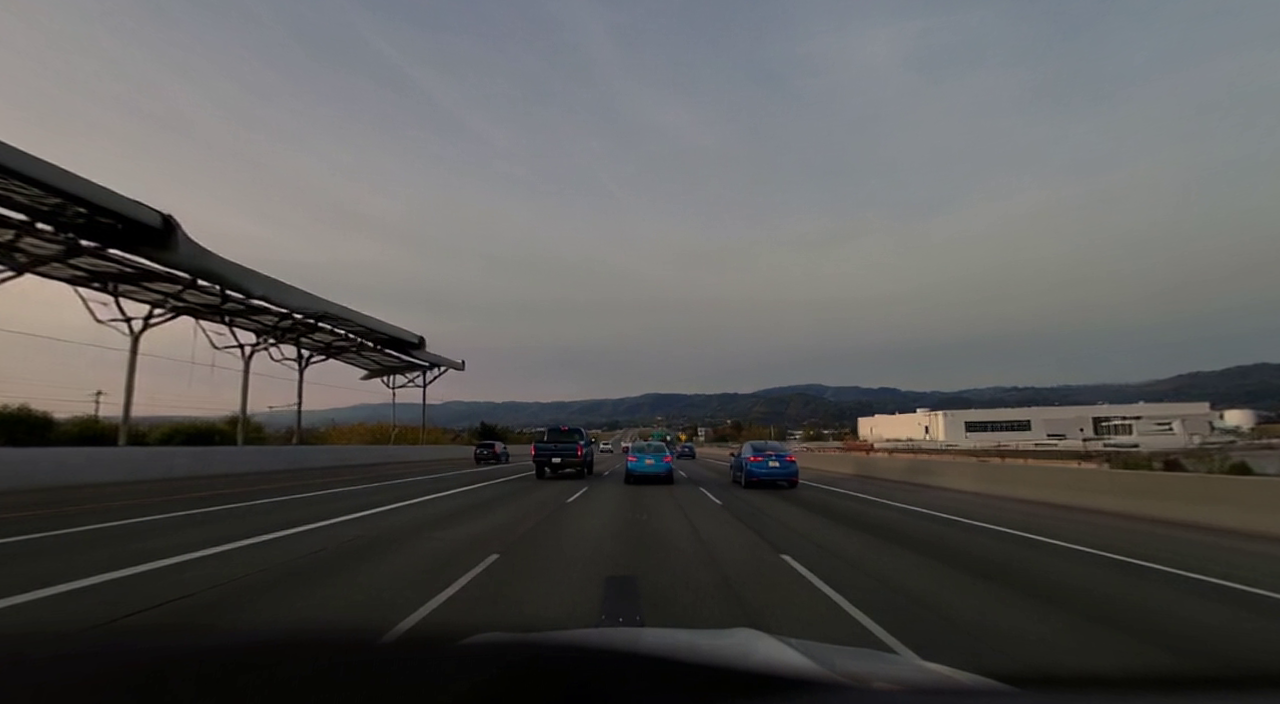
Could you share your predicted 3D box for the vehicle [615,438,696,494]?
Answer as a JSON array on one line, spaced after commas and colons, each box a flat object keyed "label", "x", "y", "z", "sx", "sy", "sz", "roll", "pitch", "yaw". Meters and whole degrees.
[{"label": "vehicle", "x": 0.396, "y": 3.396, "z": 19.095, "sx": 2.171, "sy": 1.493, "sz": 4.081, "roll": 0, "pitch": -9, "yaw": -1}]

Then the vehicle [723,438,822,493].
[{"label": "vehicle", "x": 4.015, "y": 3.527, "z": 19.966, "sx": 2.023, "sy": 1.510, "sz": 4.773, "roll": 0, "pitch": -9, "yaw": -1}]

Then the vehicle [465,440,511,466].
[{"label": "vehicle", "x": -10.763, "y": 7.188, "z": 44.947, "sx": 2.137, "sy": 1.728, "sz": 4.665, "roll": 0, "pitch": -9, "yaw": 1}]

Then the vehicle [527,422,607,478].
[{"label": "vehicle", "x": -3.077, "y": 4.409, "z": 28.464, "sx": 2.733, "sy": 2.230, "sz": 6.820, "roll": 0, "pitch": -9, "yaw": 1}]
